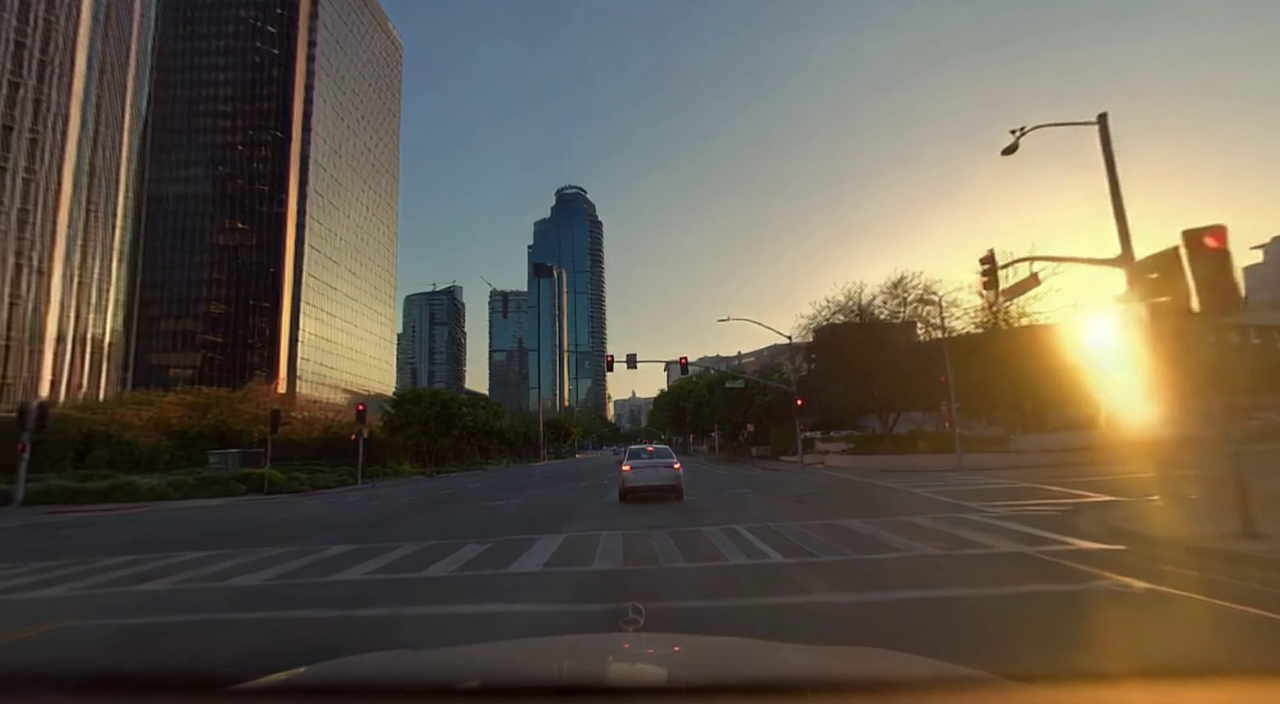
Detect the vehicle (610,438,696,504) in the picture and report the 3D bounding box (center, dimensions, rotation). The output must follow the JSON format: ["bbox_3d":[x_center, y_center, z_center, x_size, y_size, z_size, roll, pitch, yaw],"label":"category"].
[{"bbox_3d":[0.272,3.342,18.117,2.184,1.640,4.086,0,-9,-1],"label":"vehicle"}]
